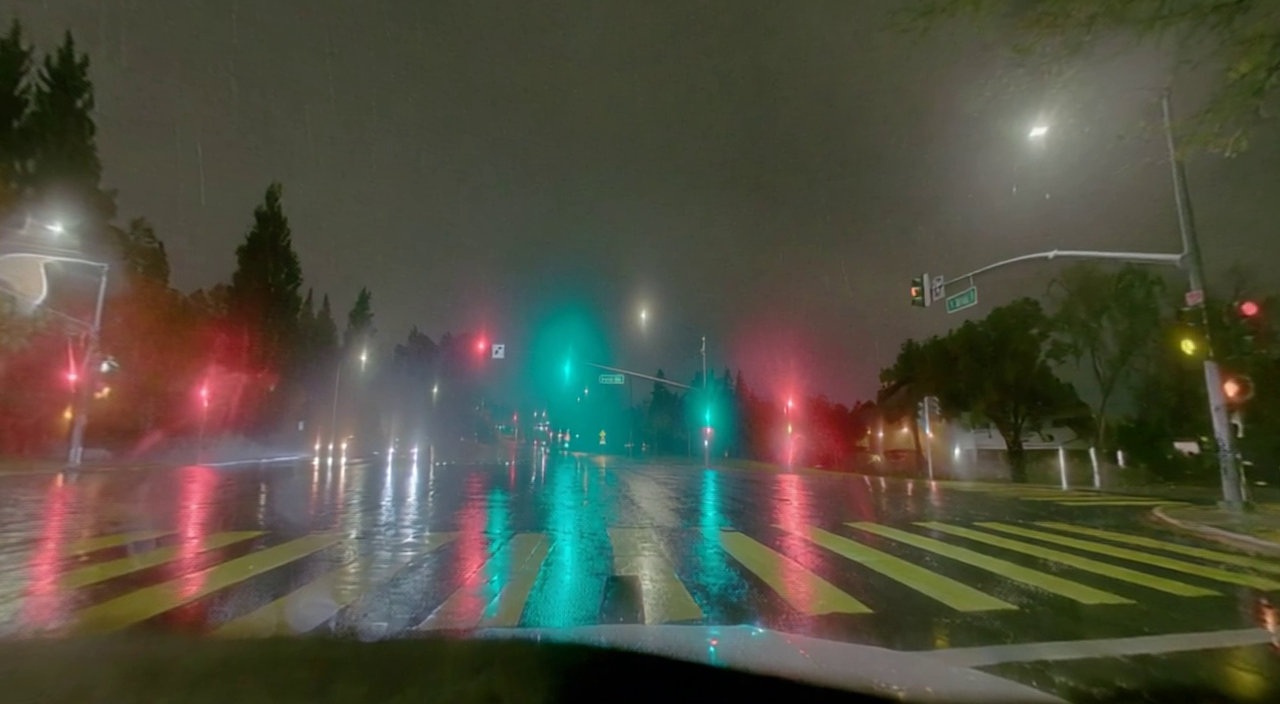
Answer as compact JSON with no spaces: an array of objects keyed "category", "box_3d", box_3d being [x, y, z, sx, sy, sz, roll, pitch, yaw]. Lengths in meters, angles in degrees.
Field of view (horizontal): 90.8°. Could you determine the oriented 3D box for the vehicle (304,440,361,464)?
[{"category":"vehicle","box_3d":[-19.726,6.451,40.723,1.918,1.432,4.433,1,-9,-8]}]
